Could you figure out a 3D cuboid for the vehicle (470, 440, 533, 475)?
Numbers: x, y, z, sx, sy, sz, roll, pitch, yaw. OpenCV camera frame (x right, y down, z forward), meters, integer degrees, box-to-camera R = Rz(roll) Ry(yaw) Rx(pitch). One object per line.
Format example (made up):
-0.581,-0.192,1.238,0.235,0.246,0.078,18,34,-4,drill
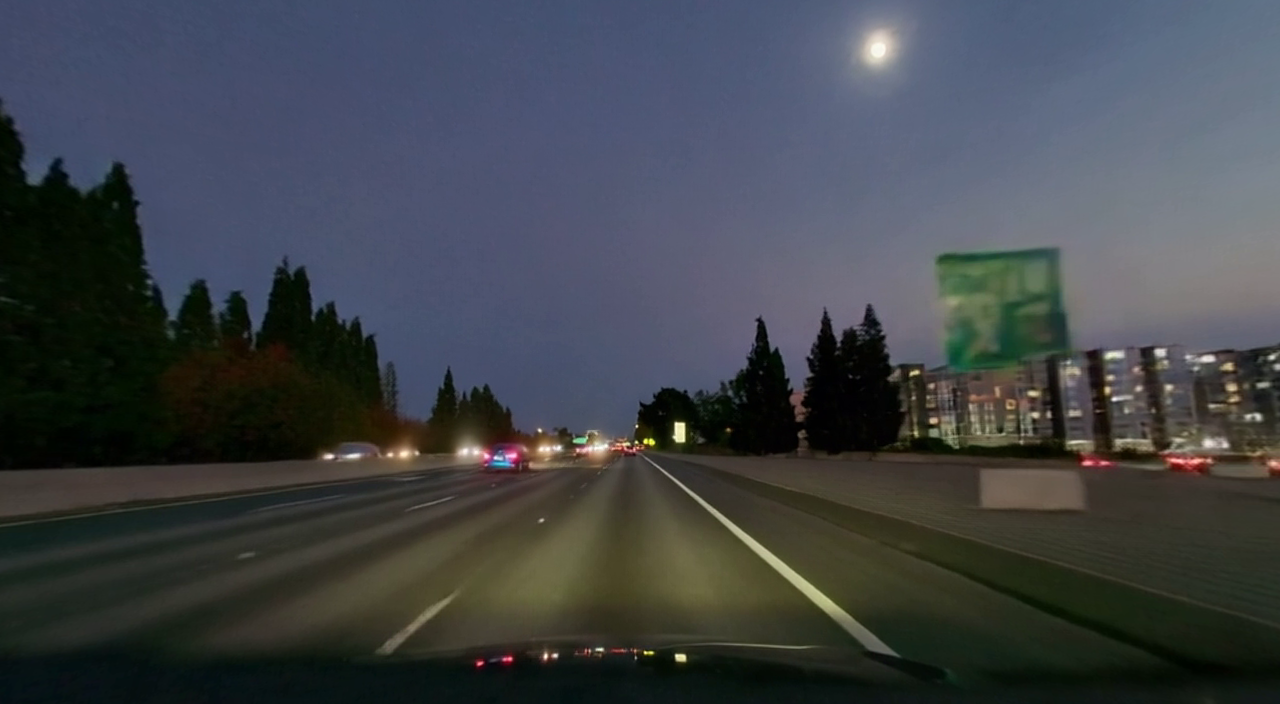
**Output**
-6.839,5.239,31.685,2.016,1.606,4.806,0,-8,1,vehicle
